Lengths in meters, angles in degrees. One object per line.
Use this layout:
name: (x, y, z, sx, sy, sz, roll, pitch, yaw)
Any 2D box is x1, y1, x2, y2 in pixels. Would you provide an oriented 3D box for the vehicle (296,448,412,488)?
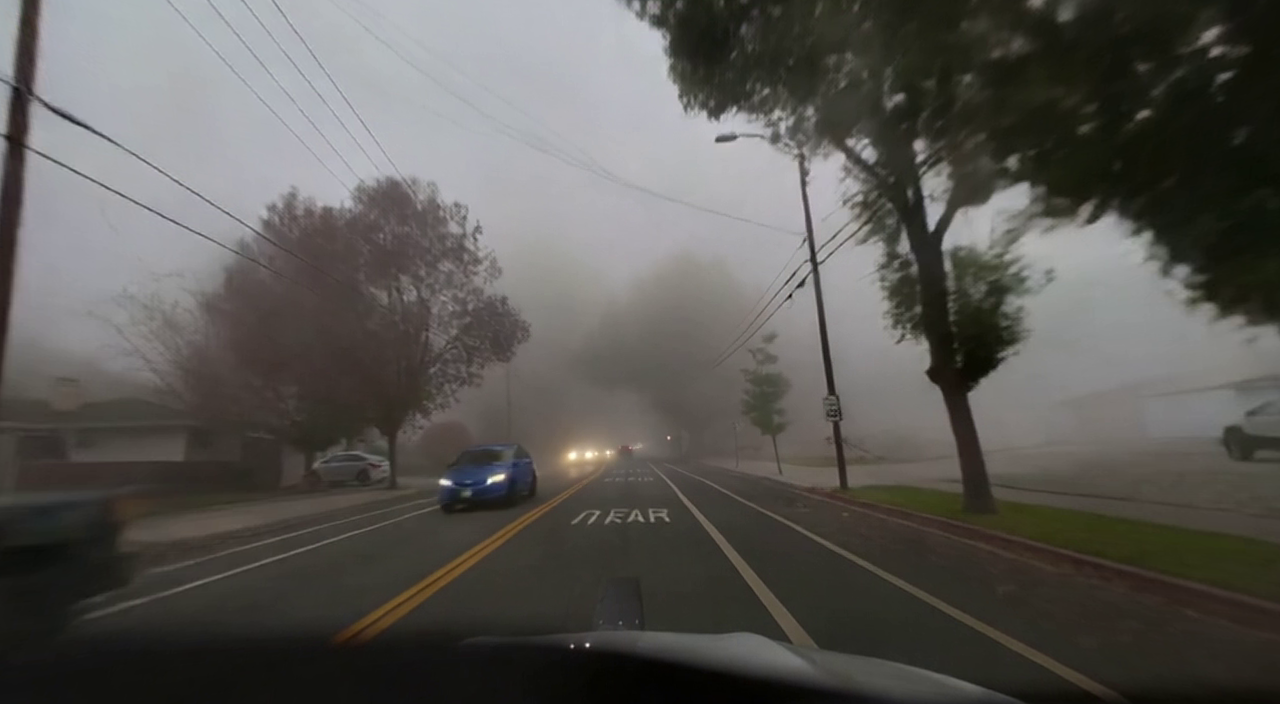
vehicle: (-13.936, 5.673, 31.077, 4.607, 1.772, 2.261, 0, -8, -1)

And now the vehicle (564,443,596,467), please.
vehicle: (-4.601, 7.981, 49.078, 2.055, 1.757, 4.494, 0, -8, -1)

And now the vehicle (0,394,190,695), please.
vehicle: (-4.989, 1.042, 2.810, 2.059, 1.840, 5.317, 0, -8, 0)

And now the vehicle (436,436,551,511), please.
vehicle: (-3.675, 3.108, 16.761, 2.090, 1.689, 4.232, 0, -8, -1)
